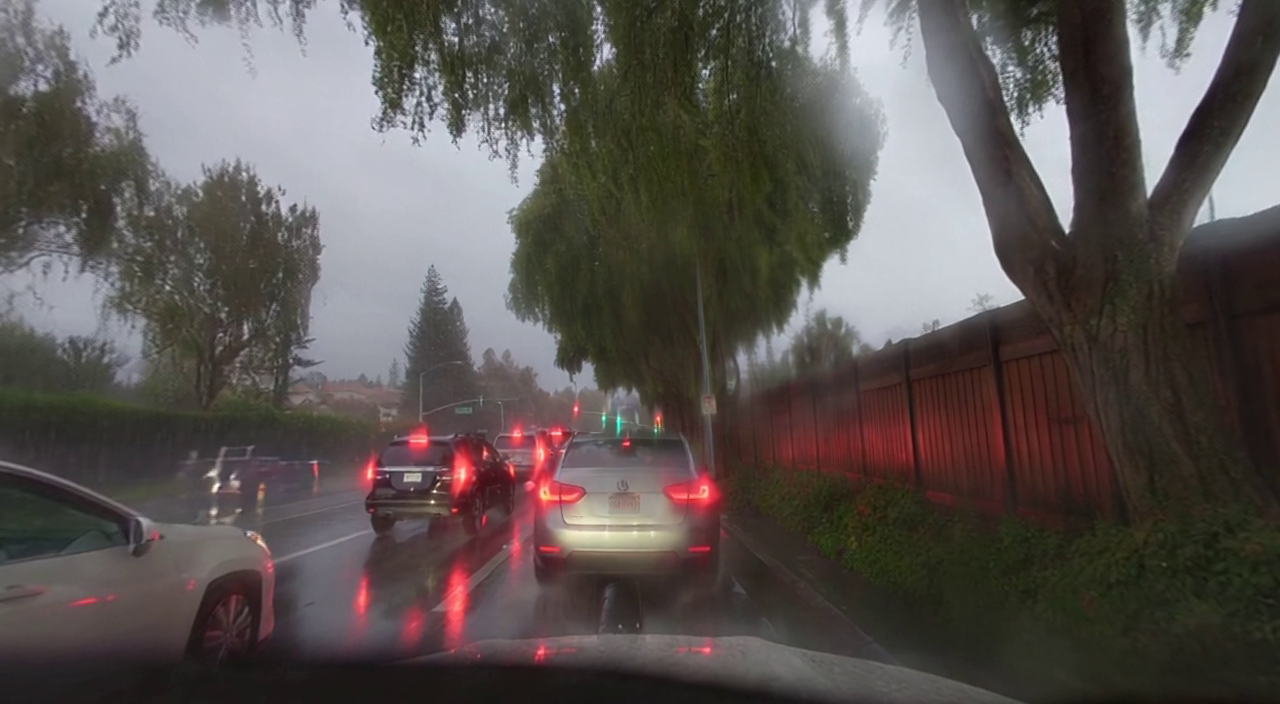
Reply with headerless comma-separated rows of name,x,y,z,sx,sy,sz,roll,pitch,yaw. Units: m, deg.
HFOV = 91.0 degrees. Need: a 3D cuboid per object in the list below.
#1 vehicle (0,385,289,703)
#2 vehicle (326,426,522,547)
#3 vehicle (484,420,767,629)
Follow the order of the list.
vehicle,-3.208,0.794,1.582,1.980,1.520,4.636,0,-8,0
vehicle,-3.221,2.063,10.255,1.850,1.582,3.688,0,-8,0
vehicle,-0.132,1.506,6.449,1.995,1.460,3.865,0,-8,-1
